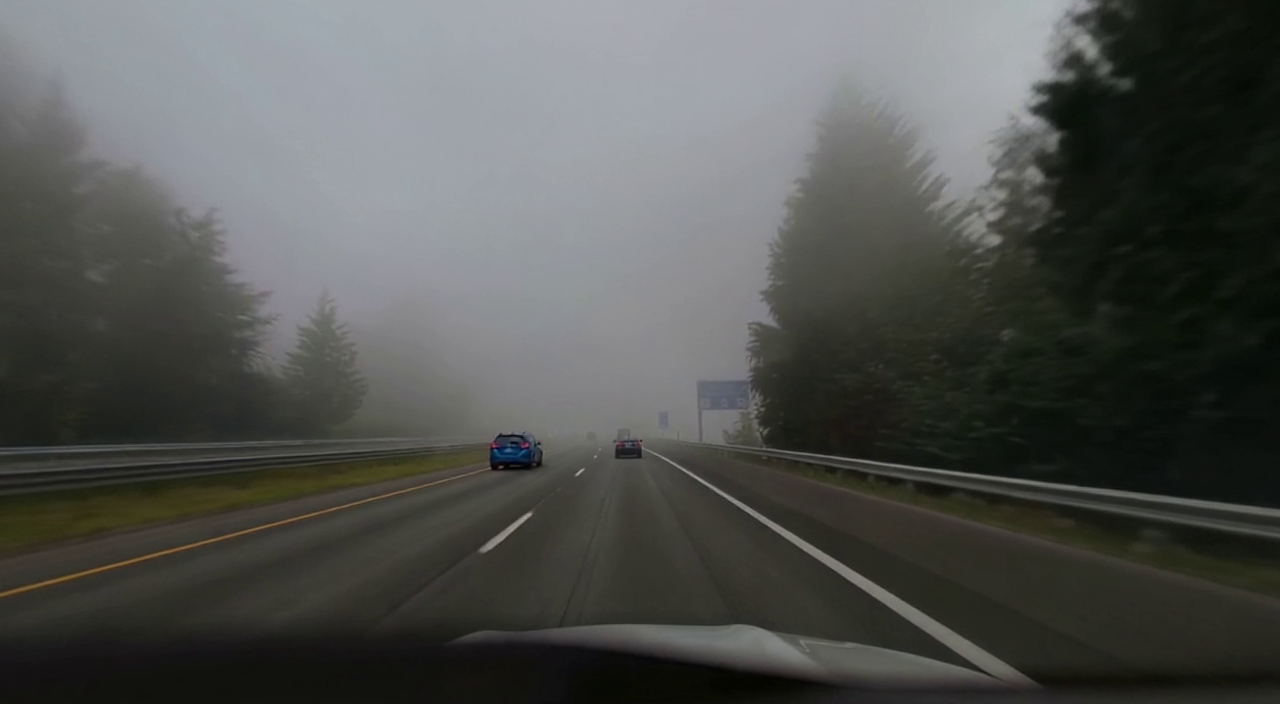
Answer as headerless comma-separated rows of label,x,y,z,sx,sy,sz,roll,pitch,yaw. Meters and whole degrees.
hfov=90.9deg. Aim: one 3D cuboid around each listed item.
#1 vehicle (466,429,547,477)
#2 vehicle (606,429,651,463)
vehicle,-4.577,3.512,22.211,1.975,1.518,4.242,0,-8,-1
vehicle,-0.613,4.863,32.707,2.162,1.616,4.242,0,-8,-1
